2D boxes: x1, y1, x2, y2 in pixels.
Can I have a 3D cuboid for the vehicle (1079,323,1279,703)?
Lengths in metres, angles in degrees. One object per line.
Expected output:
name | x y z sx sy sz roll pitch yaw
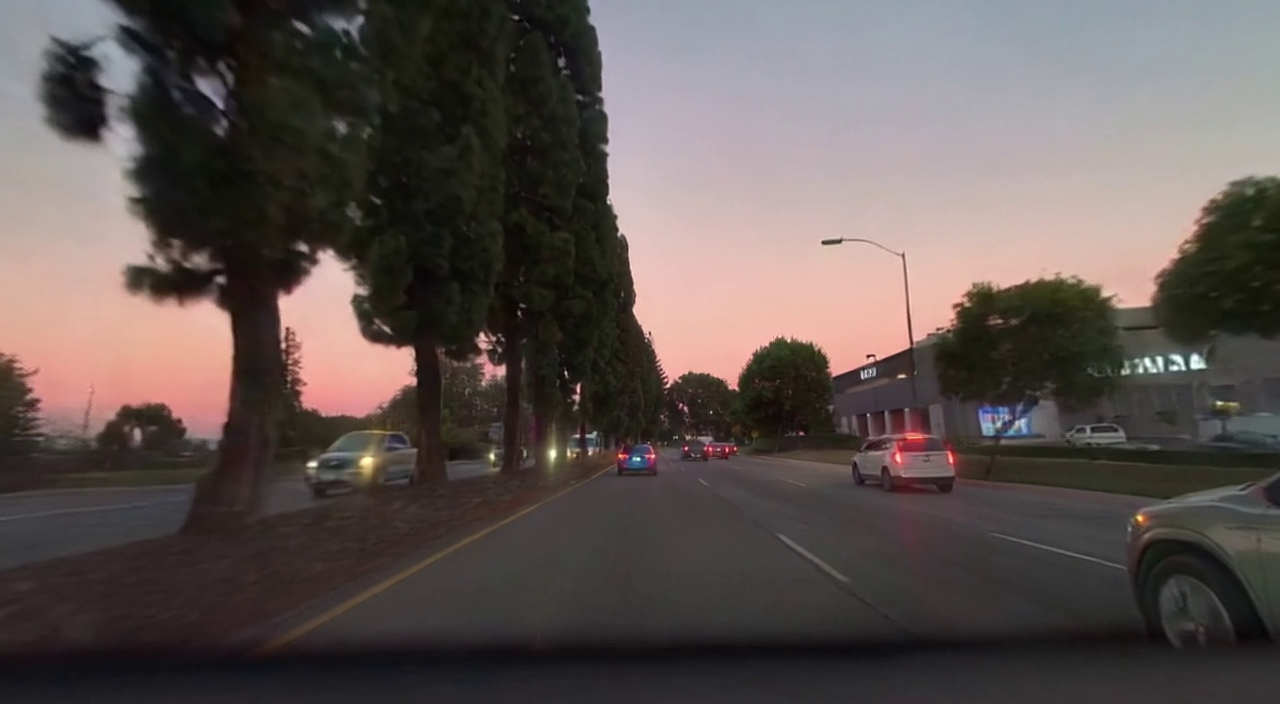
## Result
vehicle | 3.516 0.600 1.206 2.090 1.763 4.560 0 -8 1

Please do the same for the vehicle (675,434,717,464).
vehicle | 4.179 7.400 47.900 2.716 2.131 5.766 0 -8 1

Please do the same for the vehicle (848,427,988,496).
vehicle | 7.912 3.148 18.418 2.090 1.768 4.407 0 -8 1

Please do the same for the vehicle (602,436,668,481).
vehicle | -0.138 4.038 24.062 2.315 1.563 4.080 0 -8 1

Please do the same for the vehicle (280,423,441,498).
vehicle | -8.189 3.247 19.189 2.262 1.920 5.604 0 -8 1
